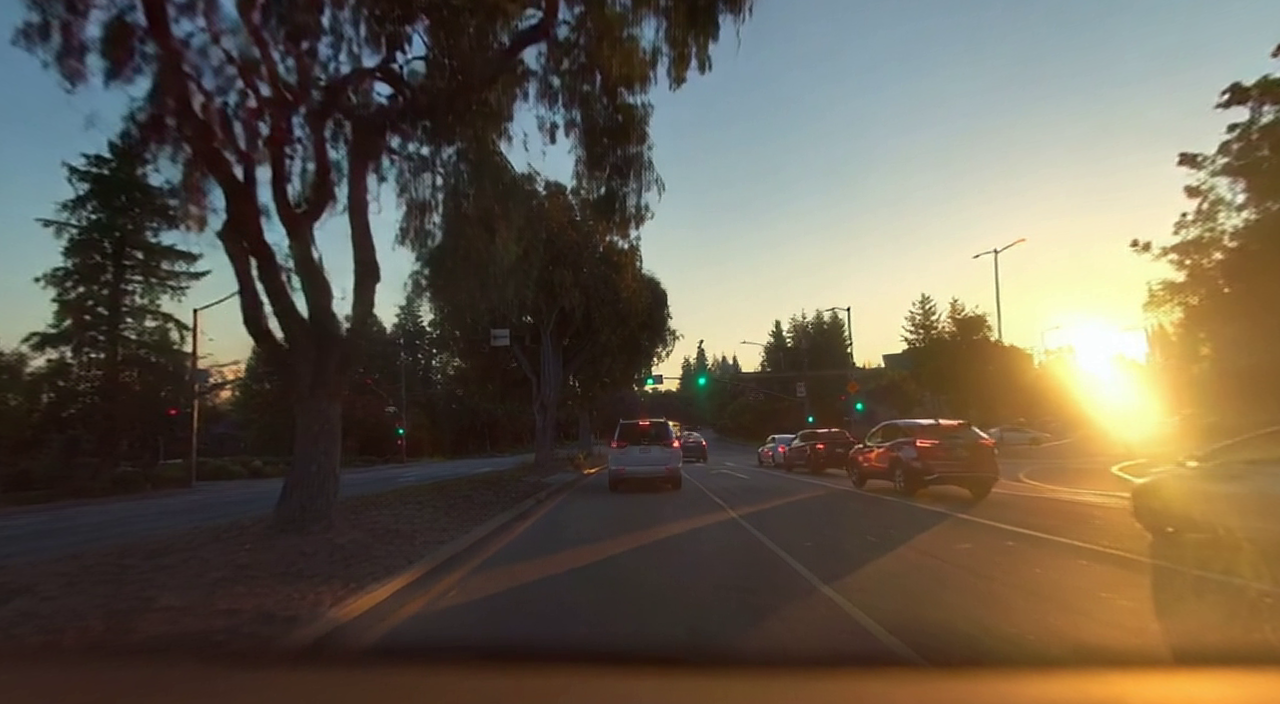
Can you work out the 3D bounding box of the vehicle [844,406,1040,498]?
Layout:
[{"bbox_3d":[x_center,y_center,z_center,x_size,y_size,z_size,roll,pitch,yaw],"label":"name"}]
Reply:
[{"bbox_3d":[7.106,2.471,15.763,2.251,1.873,5.346,0,-9,0],"label":"vehicle"}]

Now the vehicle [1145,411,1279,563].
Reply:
[{"bbox_3d":[7.387,1.217,5.482,2.004,1.504,4.836,0,-9,0],"label":"vehicle"}]

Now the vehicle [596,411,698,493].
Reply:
[{"bbox_3d":[0.159,2.641,16.808,2.353,1.894,4.122,0,-9,0],"label":"vehicle"}]

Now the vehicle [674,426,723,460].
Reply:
[{"bbox_3d":[3.323,5.350,36.902,2.388,1.833,4.506,0,-9,-1],"label":"vehicle"}]

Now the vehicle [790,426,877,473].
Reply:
[{"bbox_3d":[7.348,3.785,24.500,2.025,1.642,4.189,0,-9,0],"label":"vehicle"}]

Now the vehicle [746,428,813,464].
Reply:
[{"bbox_3d":[7.368,5.042,33.894,2.440,1.775,4.791,0,-9,0],"label":"vehicle"}]
